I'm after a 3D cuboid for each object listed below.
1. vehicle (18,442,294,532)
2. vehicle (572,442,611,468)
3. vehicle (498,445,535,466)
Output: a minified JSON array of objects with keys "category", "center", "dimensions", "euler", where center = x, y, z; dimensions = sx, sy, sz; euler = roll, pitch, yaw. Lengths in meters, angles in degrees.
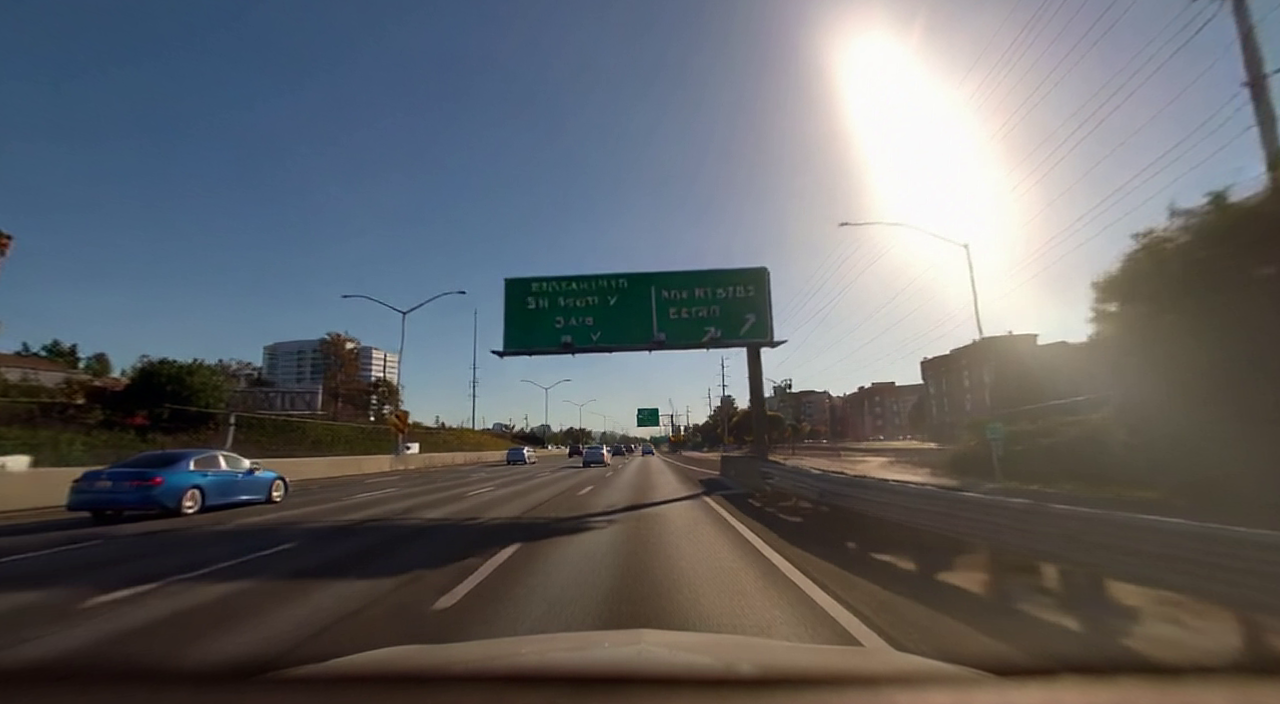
[{"category":"vehicle","center":[-9.829,2.722,13.497],"dimensions":[2.002,1.526,4.822],"euler":[-1,-8,1]},{"category":"vehicle","center":[-2.999,6.452,39.736],"dimensions":[2.050,1.479,4.342],"euler":[-1,-8,1]},{"category":"vehicle","center":[-9.373,7.838,48.027],"dimensions":[1.930,1.490,3.955],"euler":[-1,-8,1]}]
